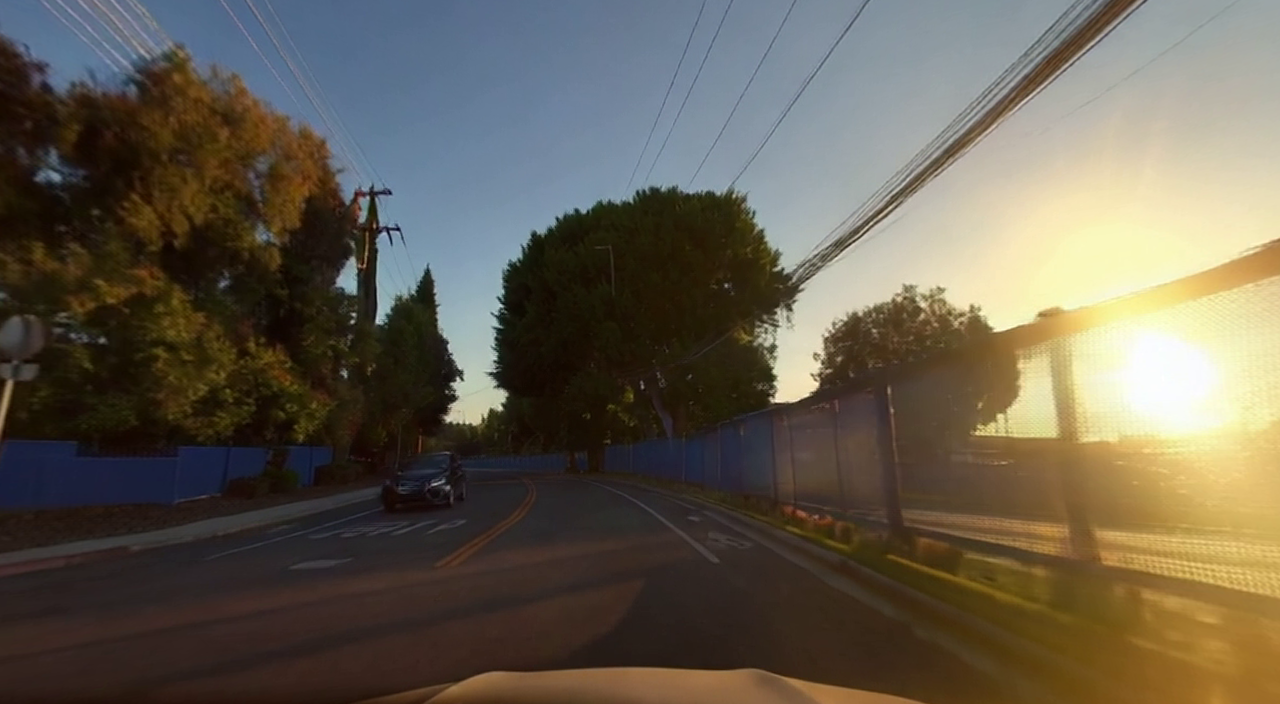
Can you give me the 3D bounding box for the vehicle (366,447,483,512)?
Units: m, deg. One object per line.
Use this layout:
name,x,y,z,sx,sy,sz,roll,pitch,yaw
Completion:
vehicle,-5.609,3.341,17.109,2.034,1.479,4.521,1,-9,-7
